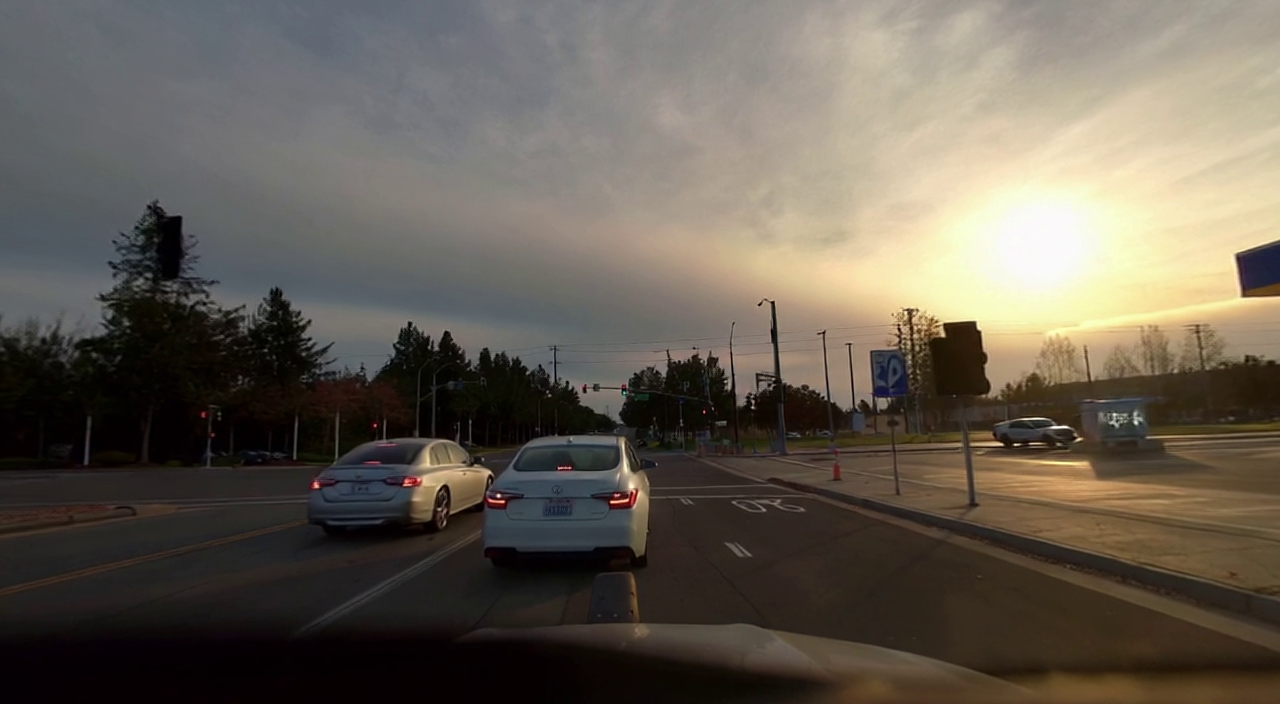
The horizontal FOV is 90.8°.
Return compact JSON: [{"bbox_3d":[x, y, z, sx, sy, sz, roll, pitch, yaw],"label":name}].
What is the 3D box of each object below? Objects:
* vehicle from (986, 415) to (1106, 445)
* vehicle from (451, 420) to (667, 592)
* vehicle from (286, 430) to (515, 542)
[{"bbox_3d":[21.224,4.134,33.210,4.874,1.502,2.048,0,-8,0],"label":"vehicle"},{"bbox_3d":[-0.645,1.695,7.890,1.916,1.510,4.447,0,-8,2],"label":"vehicle"},{"bbox_3d":[-3.742,2.179,11.051,1.995,1.506,4.773,0,-8,2],"label":"vehicle"}]
